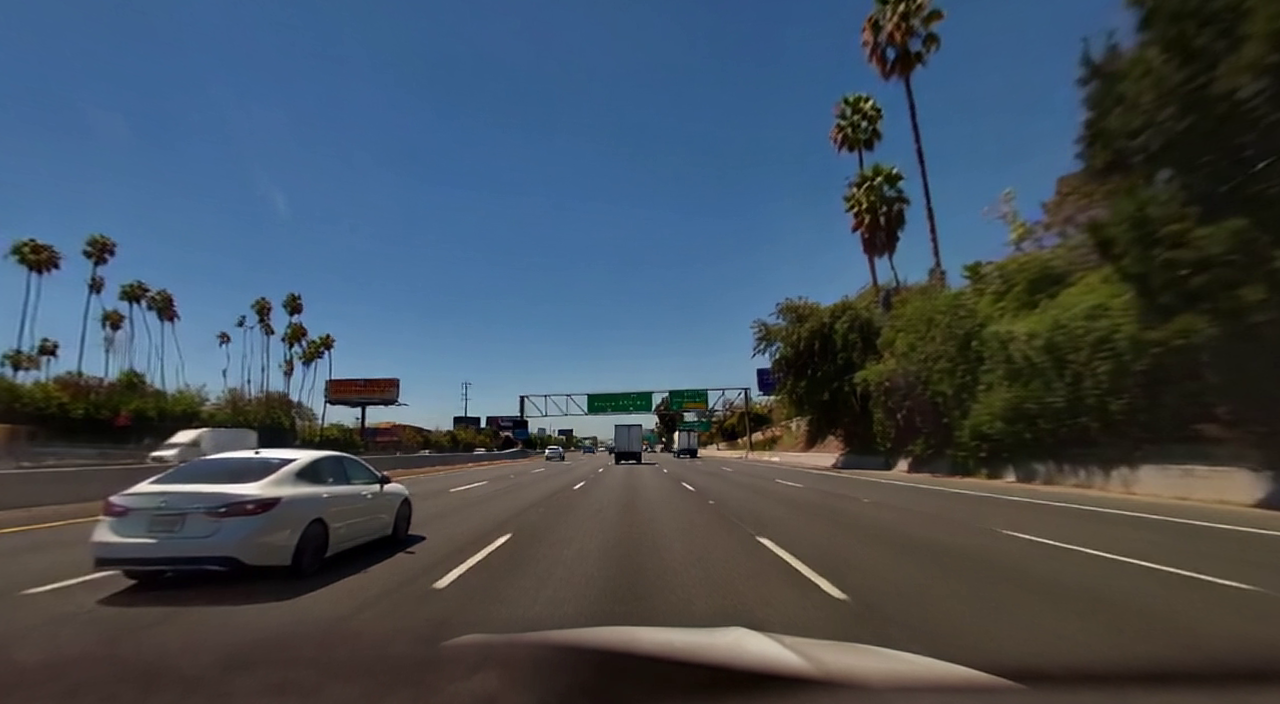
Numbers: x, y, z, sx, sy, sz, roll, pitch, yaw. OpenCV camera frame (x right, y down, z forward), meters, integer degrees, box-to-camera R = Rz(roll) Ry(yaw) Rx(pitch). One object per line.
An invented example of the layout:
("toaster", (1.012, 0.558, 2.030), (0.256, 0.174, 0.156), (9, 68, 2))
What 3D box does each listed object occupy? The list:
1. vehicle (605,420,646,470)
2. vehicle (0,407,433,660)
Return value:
("vehicle", (-0.966, 5.958, 40.473), (2.364, 2.953, 6.495), (0, -9, -2))
("vehicle", (-3.983, 1.525, 6.544), (2.021, 1.598, 4.887), (0, -9, 0))
